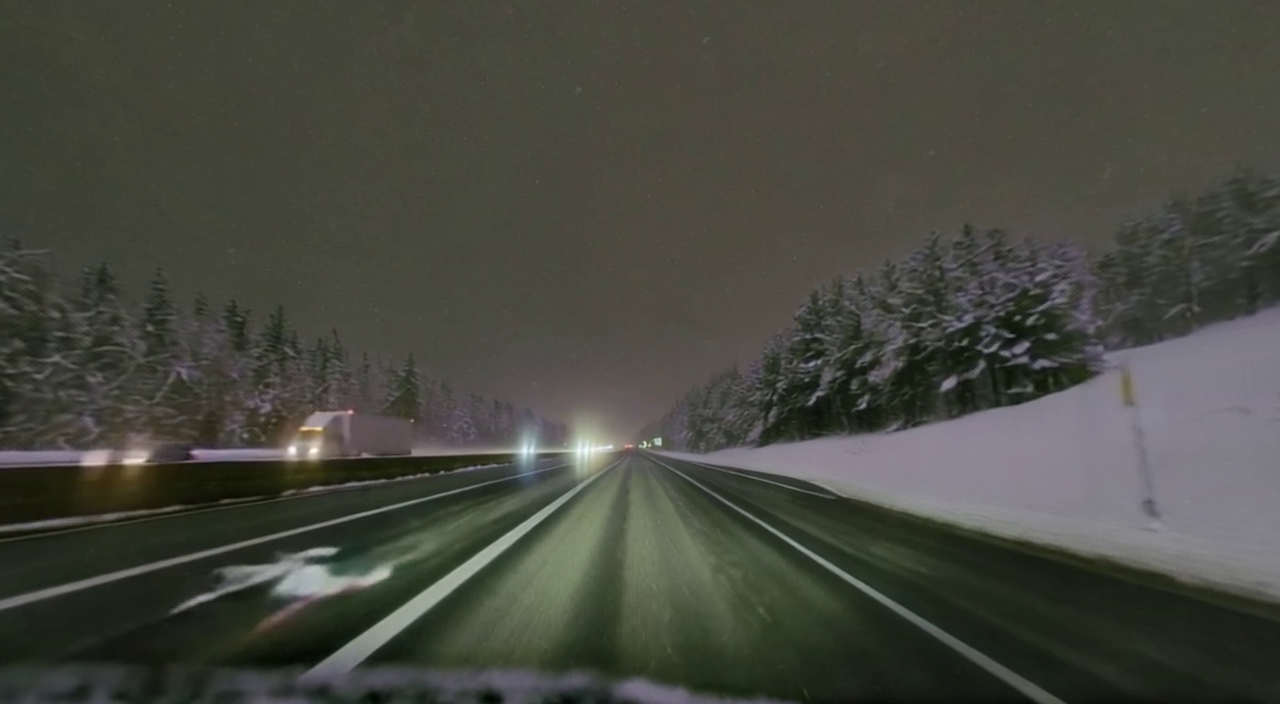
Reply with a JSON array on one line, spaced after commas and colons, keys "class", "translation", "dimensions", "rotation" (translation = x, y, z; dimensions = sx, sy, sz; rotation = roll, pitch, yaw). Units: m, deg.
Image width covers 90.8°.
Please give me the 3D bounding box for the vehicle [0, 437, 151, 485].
[{"class": "vehicle", "translation": [-21.036, 4.069, 23.746], "dimensions": [1.846, 1.601, 4.183], "rotation": [-1, -9, 1]}]
